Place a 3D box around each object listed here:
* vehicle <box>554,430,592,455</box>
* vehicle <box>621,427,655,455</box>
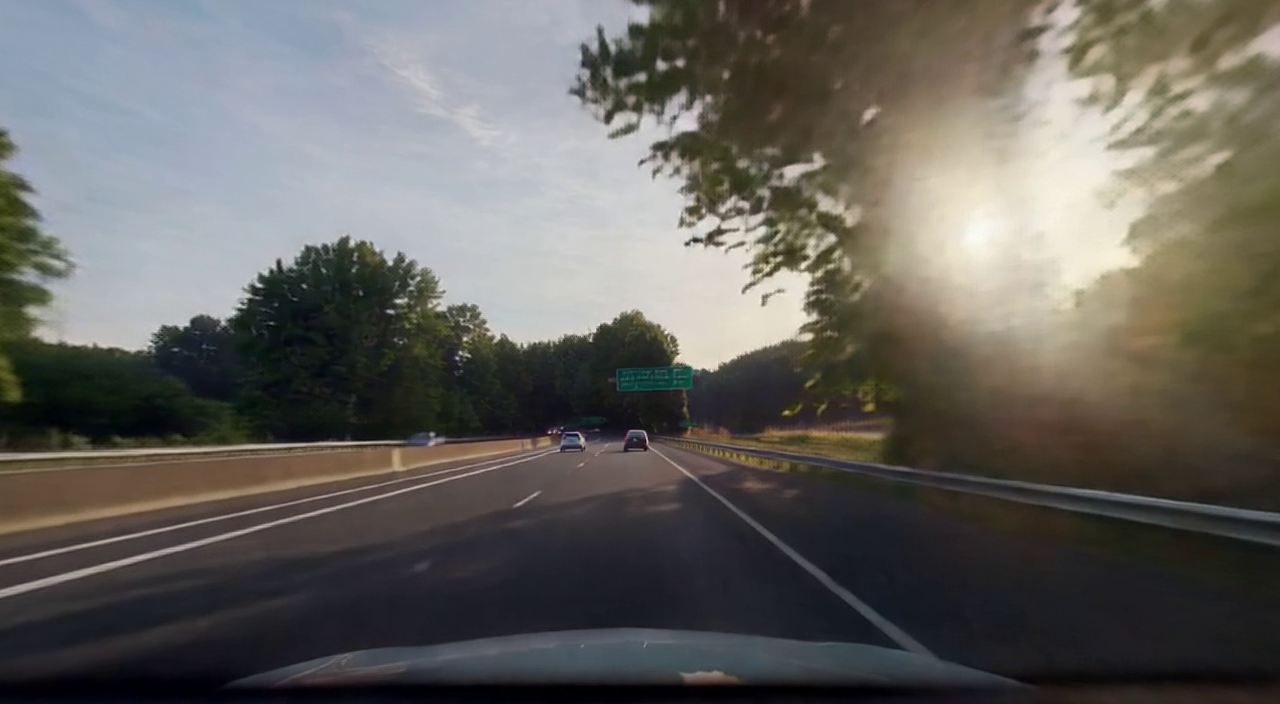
[{"bbox_3d":[-4.462,6.061,42.432,2.055,1.610,4.116,0,-8,0],"label":"vehicle"},{"bbox_3d":[-0.149,5.965,42.385,2.170,1.790,4.490,0,-8,-1],"label":"vehicle"}]
